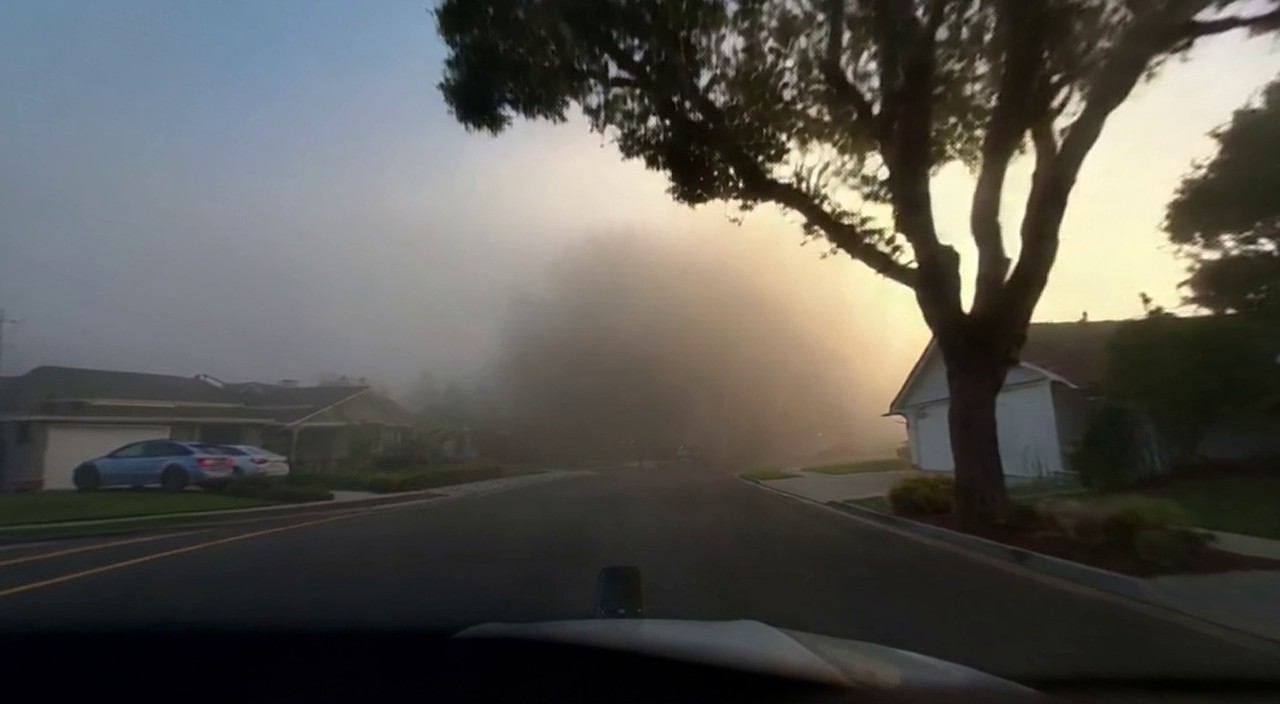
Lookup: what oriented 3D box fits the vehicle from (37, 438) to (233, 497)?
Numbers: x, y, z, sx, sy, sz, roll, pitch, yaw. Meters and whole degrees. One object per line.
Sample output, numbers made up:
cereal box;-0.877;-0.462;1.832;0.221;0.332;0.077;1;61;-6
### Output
vehicle;-16.671;3.815;21.111;4.581;1.811;2.145;0;-9;-2
